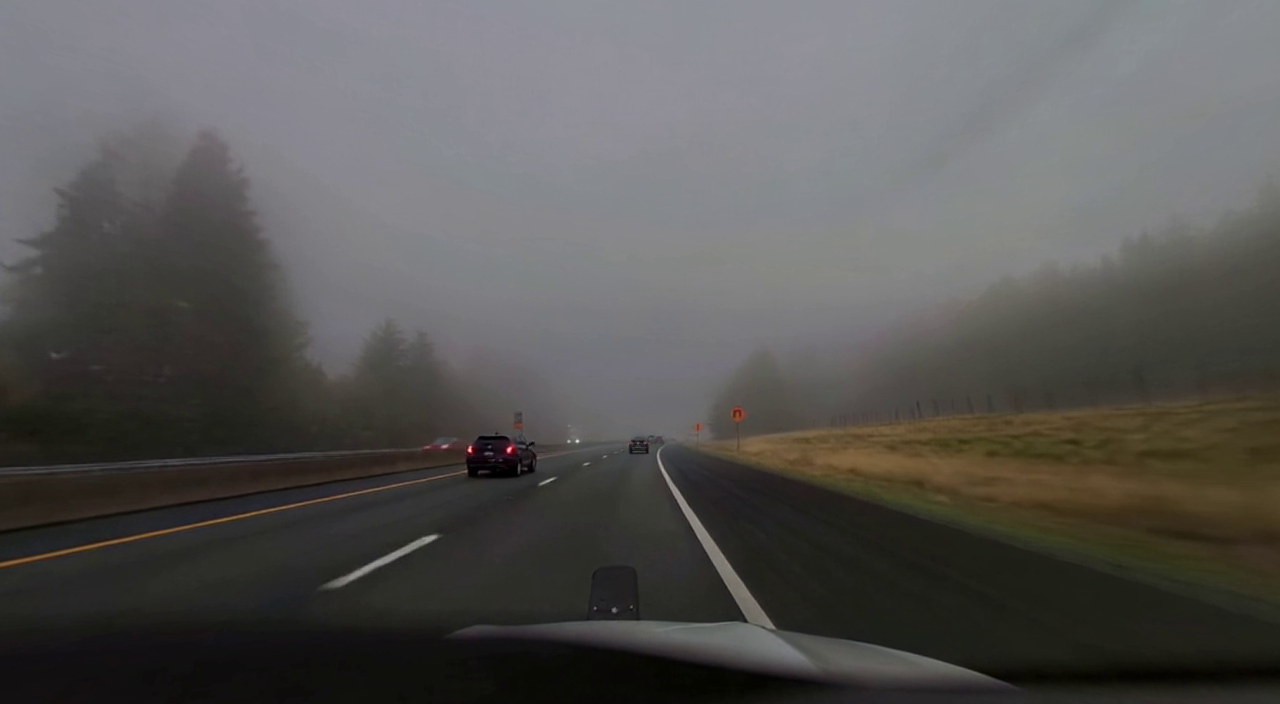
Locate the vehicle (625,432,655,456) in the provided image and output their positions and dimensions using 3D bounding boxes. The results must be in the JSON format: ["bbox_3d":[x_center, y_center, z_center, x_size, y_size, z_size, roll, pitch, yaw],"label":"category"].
[{"bbox_3d":[-0.016,6.841,46.941,2.146,1.636,4.026,0,-8,-1],"label":"vehicle"}]

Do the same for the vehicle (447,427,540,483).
[{"bbox_3d":[-4.811,3.453,21.364,2.075,1.653,4.317,-1,-8,1],"label":"vehicle"}]
